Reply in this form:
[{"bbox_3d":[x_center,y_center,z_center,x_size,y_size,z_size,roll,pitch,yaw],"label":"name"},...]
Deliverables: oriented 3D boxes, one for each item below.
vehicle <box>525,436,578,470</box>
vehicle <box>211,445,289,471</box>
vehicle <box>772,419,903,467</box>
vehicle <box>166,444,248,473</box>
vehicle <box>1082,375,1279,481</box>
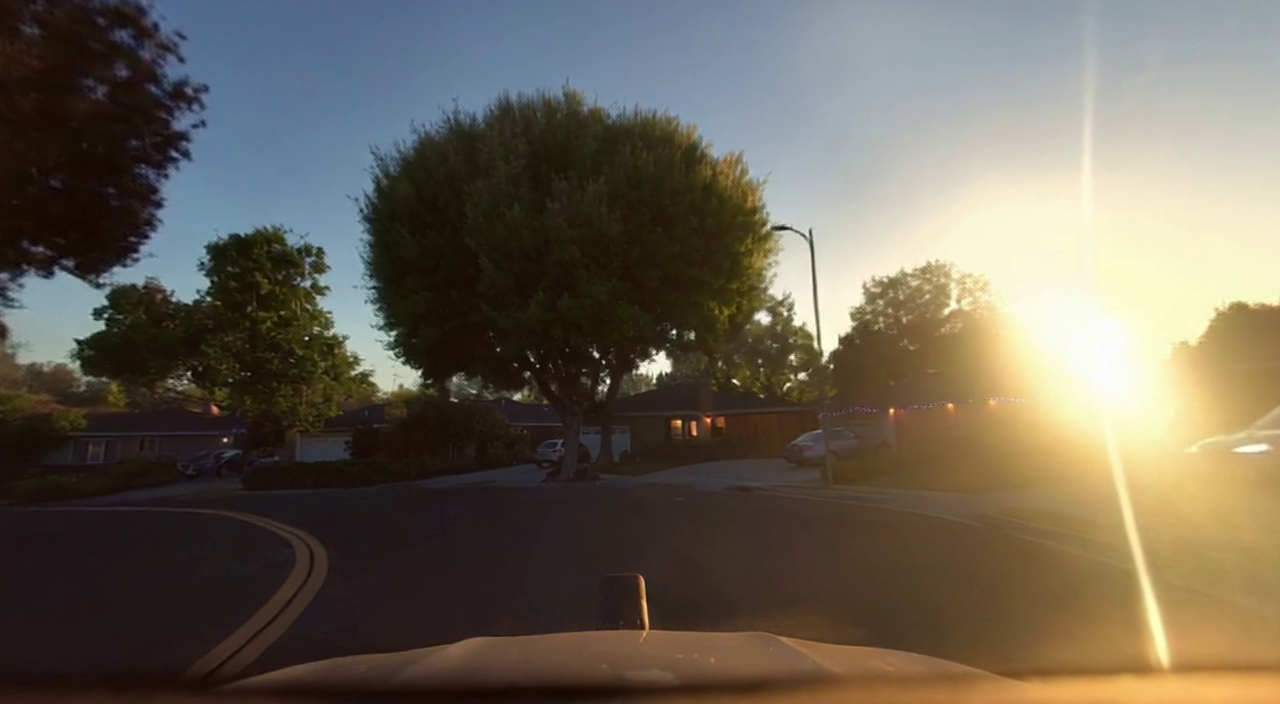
[{"bbox_3d":[-4.414,5.084,32.130,1.819,1.442,4.329,-1,-6,3],"label":"vehicle"},{"bbox_3d":[-23.344,6.325,38.022,1.933,1.477,4.361,0,-8,0],"label":"vehicle"},{"bbox_3d":[7.840,3.553,25.013,4.799,1.451,2.144,-1,-7,-30],"label":"vehicle"},{"bbox_3d":[-25.988,6.361,38.067,2.042,1.633,4.132,0,-8,-1],"label":"vehicle"},{"bbox_3d":[12.302,1.509,13.257,4.291,1.648,2.128,-7,-6,1],"label":"vehicle"}]
